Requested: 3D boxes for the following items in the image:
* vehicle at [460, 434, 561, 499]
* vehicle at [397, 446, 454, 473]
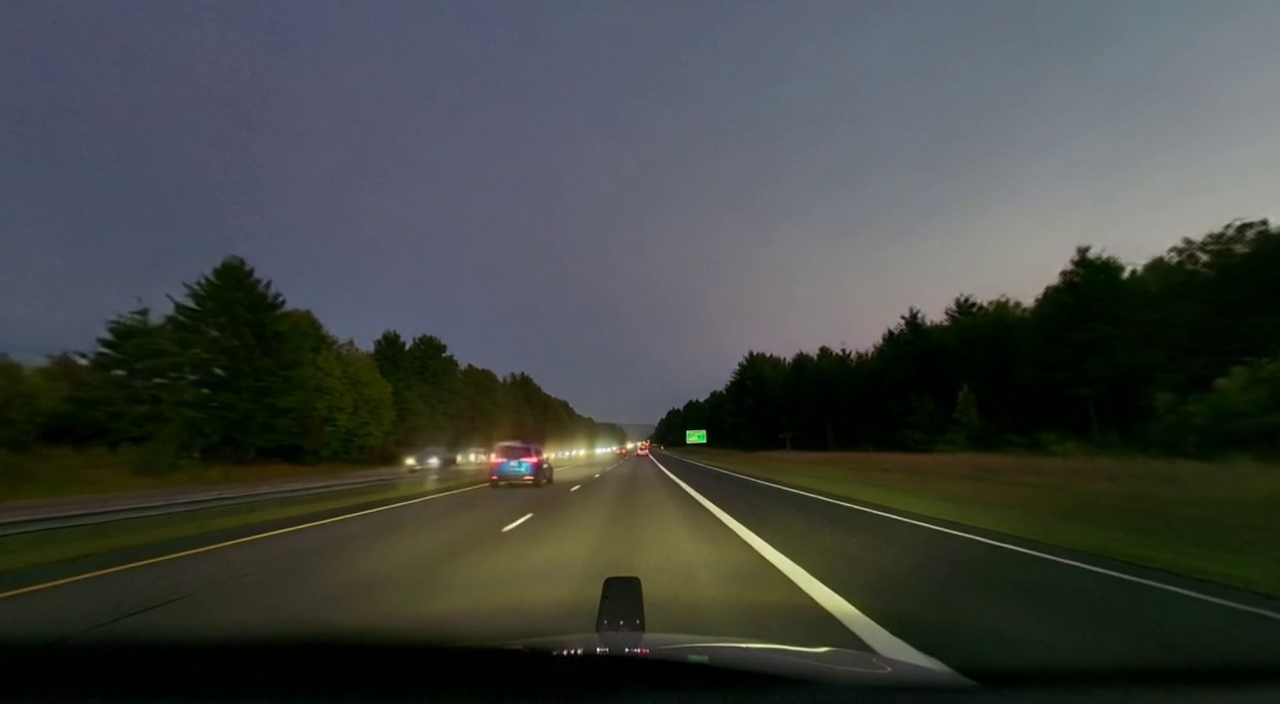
[{"bbox_3d":[-3.800,3.454,19.468,2.110,1.727,4.607,0,-9,1],"label":"vehicle"},{"bbox_3d":[-12.714,6.362,37.644,1.882,1.482,4.100,0,-9,1],"label":"vehicle"}]
